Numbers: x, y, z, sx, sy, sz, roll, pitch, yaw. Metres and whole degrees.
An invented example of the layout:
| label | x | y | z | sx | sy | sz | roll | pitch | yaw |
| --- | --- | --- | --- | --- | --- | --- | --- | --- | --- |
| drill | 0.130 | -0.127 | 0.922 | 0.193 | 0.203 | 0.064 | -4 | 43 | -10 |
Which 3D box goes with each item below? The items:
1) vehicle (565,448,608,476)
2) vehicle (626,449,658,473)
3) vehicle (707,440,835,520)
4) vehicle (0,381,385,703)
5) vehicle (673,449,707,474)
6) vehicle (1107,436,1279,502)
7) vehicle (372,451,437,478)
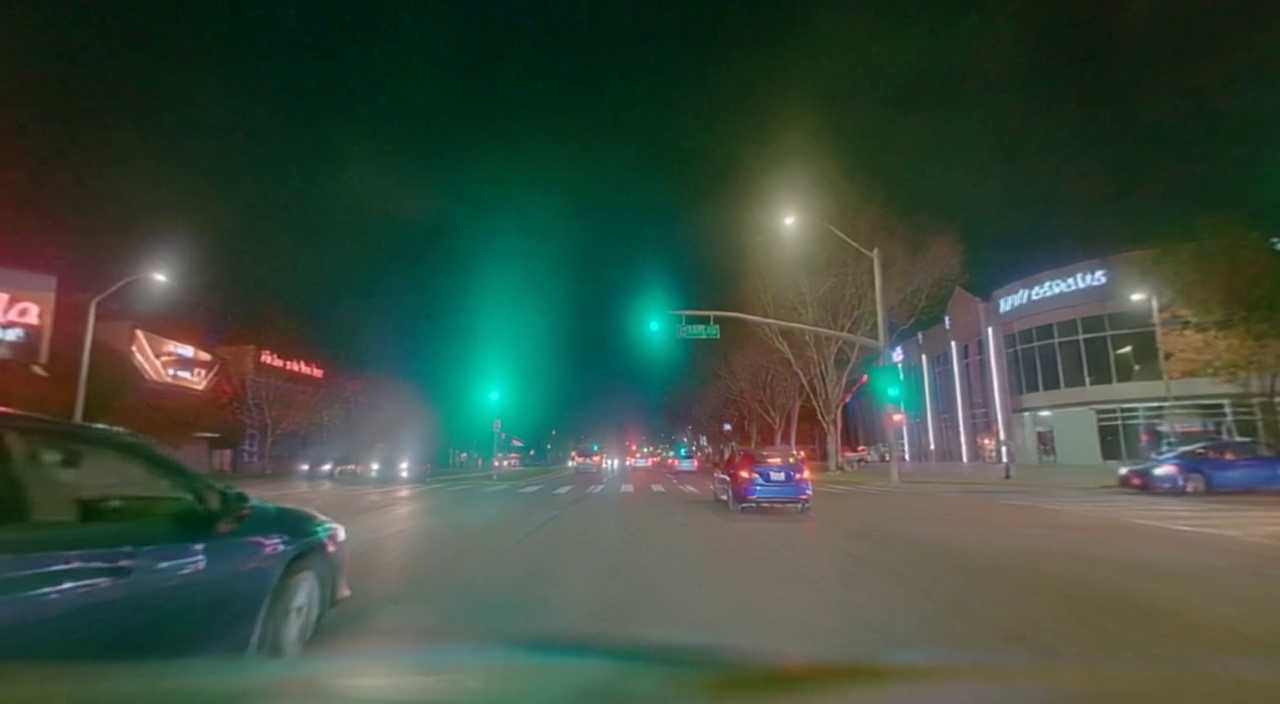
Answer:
| label | x | y | z | sx | sy | sz | roll | pitch | yaw |
| --- | --- | --- | --- | --- | --- | --- | --- | --- | --- |
| vehicle | -3.106 | 6.428 | 37.113 | 2.040 | 1.471 | 4.211 | -1 | -8 | 2 |
| vehicle | 0.093 | 7.286 | 42.267 | 2.070 | 1.460 | 4.118 | 0 | -8 | -1 |
| vehicle | 2.769 | 2.790 | 14.354 | 1.946 | 1.513 | 4.133 | 0 | -8 | -1 |
| vehicle | -3.006 | 0.968 | 2.257 | 2.032 | 1.639 | 5.037 | 0 | -8 | 1 |
| vehicle | 3.411 | 7.562 | 43.749 | 1.931 | 1.552 | 4.125 | 0 | -8 | -1 |
| vehicle | 16.092 | 3.156 | 17.324 | 4.637 | 1.654 | 2.277 | 0 | -8 | -1 |
| vehicle | -14.361 | 6.855 | 38.742 | 2.119 | 1.477 | 4.548 | -1 | -8 | 1 |
